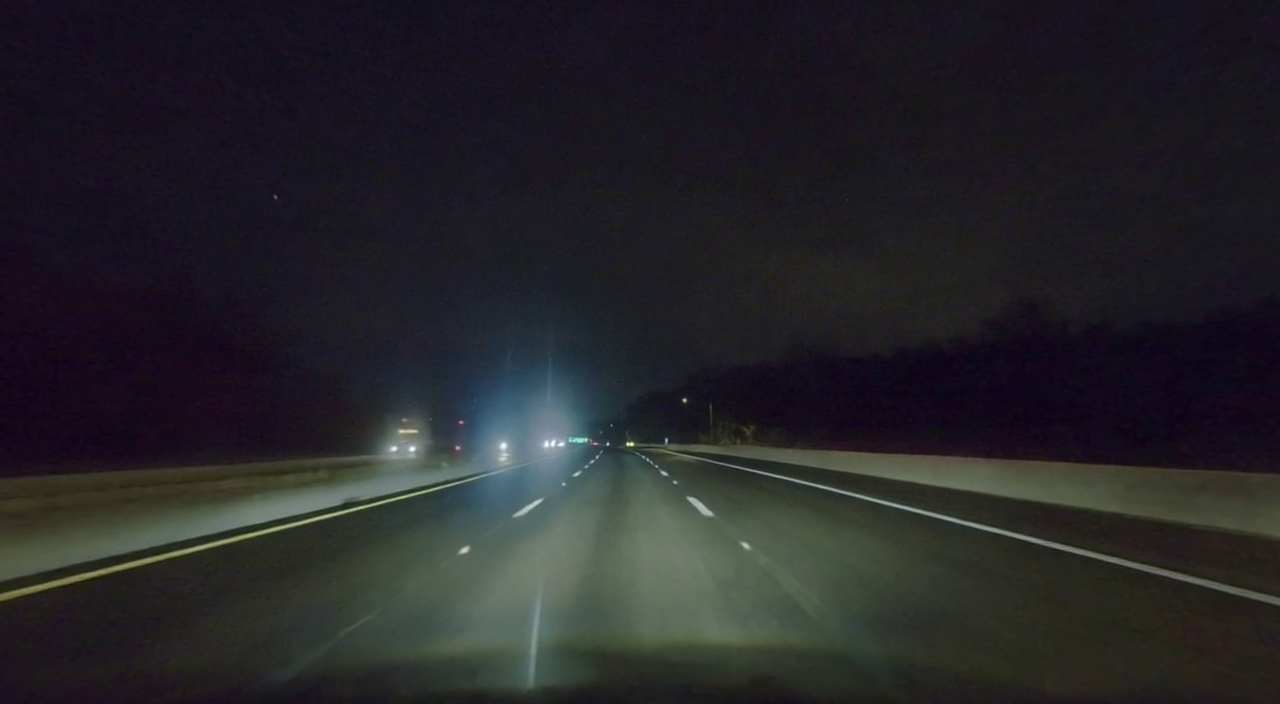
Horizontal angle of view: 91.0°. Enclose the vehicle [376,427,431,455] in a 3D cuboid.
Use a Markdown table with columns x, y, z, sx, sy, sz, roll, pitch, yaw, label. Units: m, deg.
| x | y | z | sx | sy | sz | roll | pitch | yaw | label |
| --- | --- | --- | --- | --- | --- | --- | --- | --- | --- |
| -17.379 | 6.569 | 46.450 | 2.329 | 1.916 | 4.747 | 0 | -8 | -2 | vehicle |
